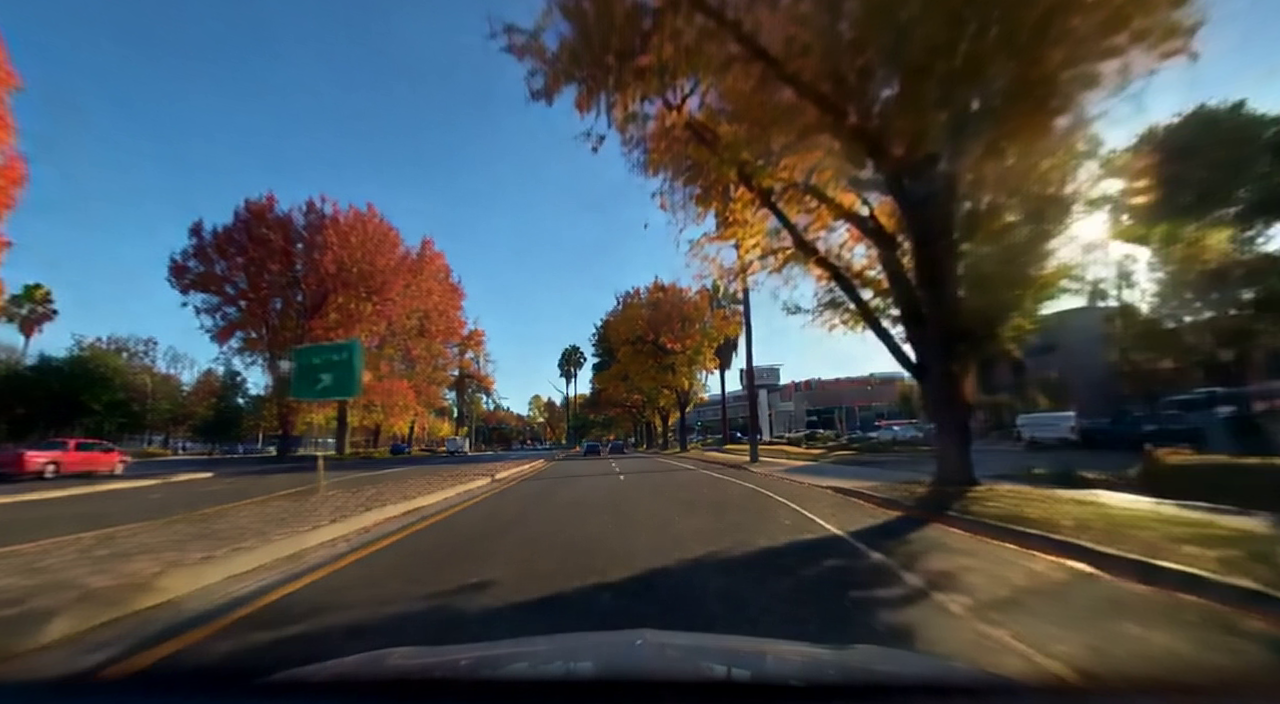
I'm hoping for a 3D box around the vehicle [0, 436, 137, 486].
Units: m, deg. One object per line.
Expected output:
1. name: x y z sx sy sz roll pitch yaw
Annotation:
1. vehicle: -21.515 3.992 23.418 1.994 1.652 4.570 1 -9 -4
